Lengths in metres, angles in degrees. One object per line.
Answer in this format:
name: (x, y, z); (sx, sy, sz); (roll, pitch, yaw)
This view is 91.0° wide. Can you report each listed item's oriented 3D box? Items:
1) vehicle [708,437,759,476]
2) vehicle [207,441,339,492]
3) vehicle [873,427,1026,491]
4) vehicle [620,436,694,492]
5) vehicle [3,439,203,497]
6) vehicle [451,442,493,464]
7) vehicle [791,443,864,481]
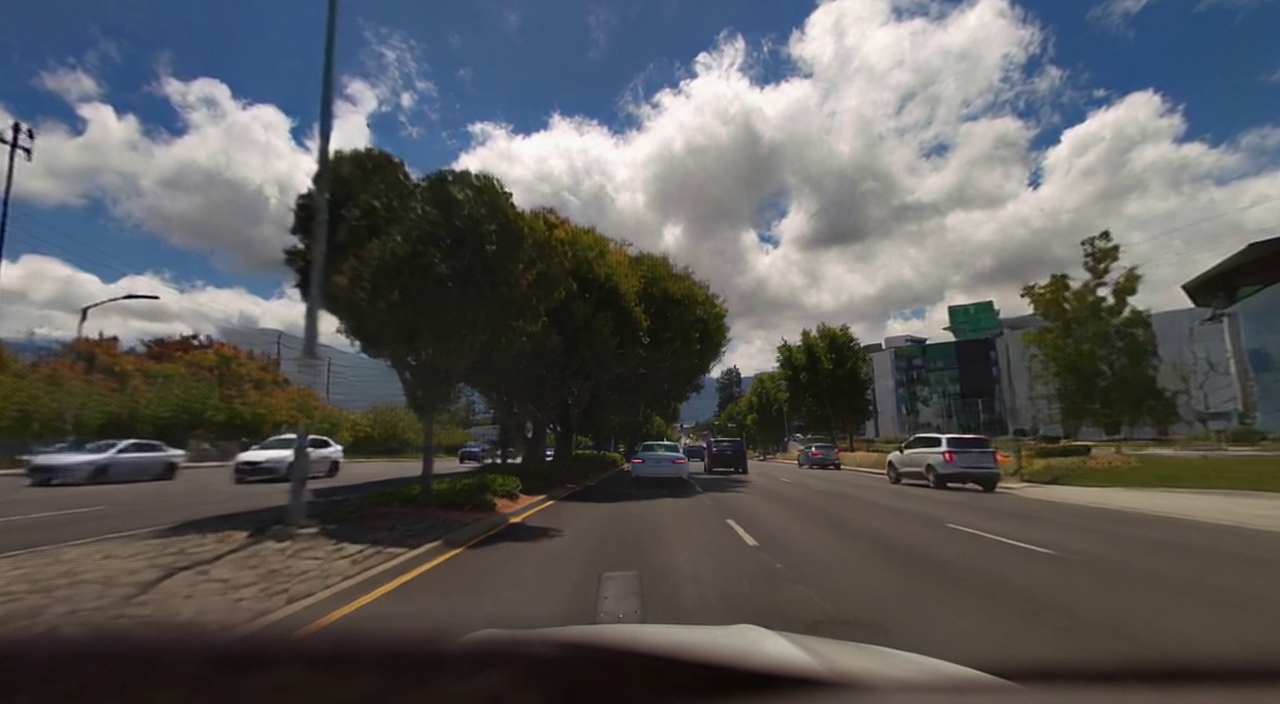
vehicle: (4.577, 5.193, 31.457); (1.976, 1.796, 4.159); (0, -9, 1)
vehicle: (-12.555, 3.899, 21.959); (1.869, 1.549, 4.675); (1, -8, -2)
vehicle: (11.419, 4.030, 24.101); (2.493, 2.084, 6.892); (0, -9, 1)
vehicle: (0.550, 3.603, 20.530); (2.145, 1.603, 4.369); (0, -9, 2)
vehicle: (-16.008, 3.454, 19.191); (2.036, 1.524, 4.590); (0, -9, 0)
vehicle: (-12.107, 7.290, 45.501); (1.785, 1.503, 3.885); (0, -9, 3)
vehicle: (7.981, 4.710, 27.199); (1.928, 1.488, 4.361); (0, -9, 1)
